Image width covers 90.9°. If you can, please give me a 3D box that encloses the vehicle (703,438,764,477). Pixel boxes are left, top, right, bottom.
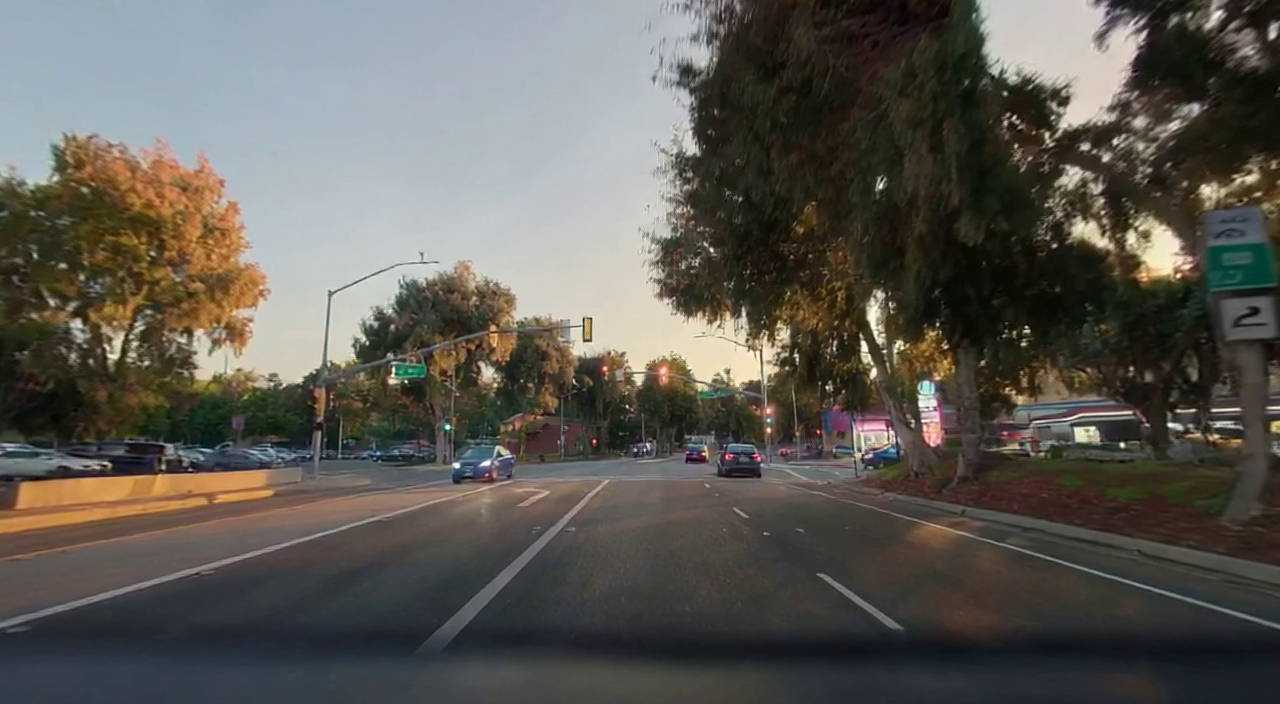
[{"bbox_3d":[4.305,4.945,29.771,2.311,1.715,4.287,0,-9,1],"label":"vehicle"}]

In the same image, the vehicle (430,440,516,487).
[{"bbox_3d":[-5.886,3.971,22.696,2.052,1.543,3.719,0,-9,0],"label":"vehicle"}]

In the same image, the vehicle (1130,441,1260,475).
[{"bbox_3d":[28.605,5.466,32.616,4.639,1.655,2.118,0,-9,0],"label":"vehicle"}]

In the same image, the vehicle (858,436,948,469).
[{"bbox_3d":[16.740,6.422,40.359,4.713,1.969,2.201,0,-9,2],"label":"vehicle"}]

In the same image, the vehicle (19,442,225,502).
[{"bbox_3d":[-16.230,3.749,19.987,4.612,1.689,2.098,0,-8,-2],"label":"vehicle"}]

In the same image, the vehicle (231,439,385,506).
[{"bbox_3d":[-9.828,3.573,19.191,2.150,1.774,4.459,0,-9,1],"label":"vehicle"}]
